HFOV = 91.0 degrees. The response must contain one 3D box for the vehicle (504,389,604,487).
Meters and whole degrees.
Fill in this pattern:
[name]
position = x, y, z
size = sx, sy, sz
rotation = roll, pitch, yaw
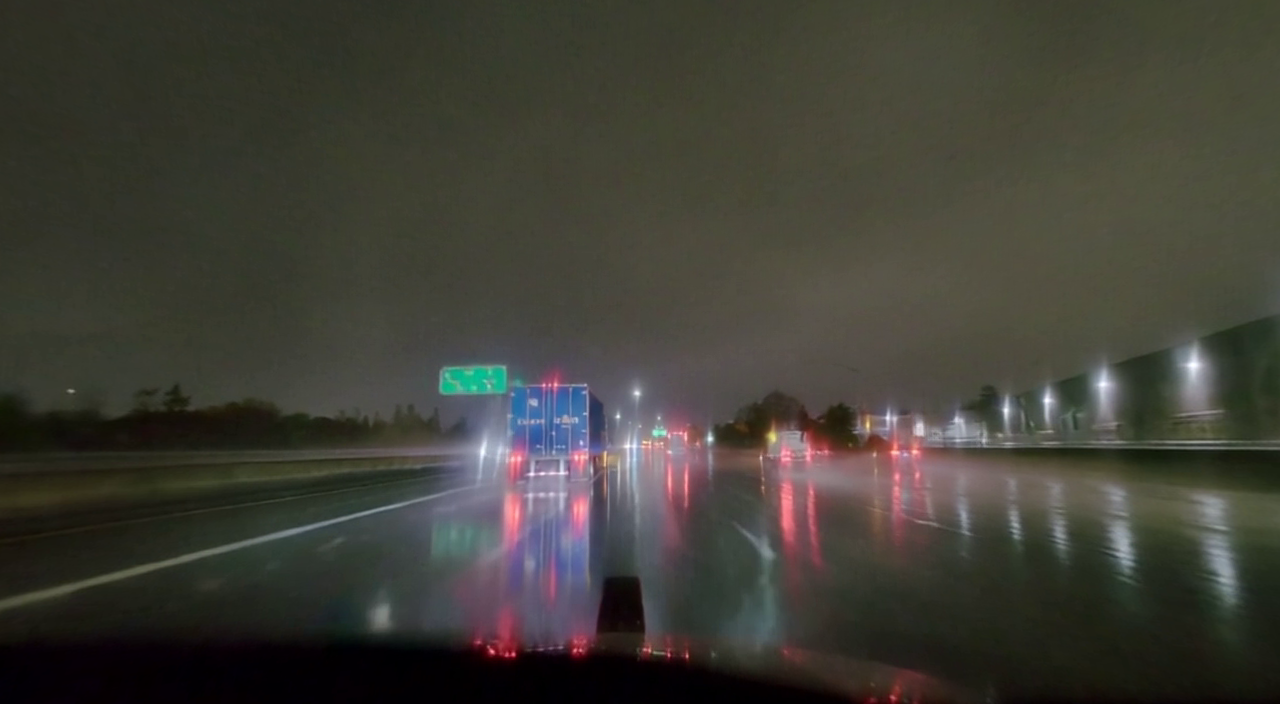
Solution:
[vehicle]
position = -3.257, 3.677, 26.457
size = 2.922, 3.458, 8.360
rotation = 0, -9, 1
